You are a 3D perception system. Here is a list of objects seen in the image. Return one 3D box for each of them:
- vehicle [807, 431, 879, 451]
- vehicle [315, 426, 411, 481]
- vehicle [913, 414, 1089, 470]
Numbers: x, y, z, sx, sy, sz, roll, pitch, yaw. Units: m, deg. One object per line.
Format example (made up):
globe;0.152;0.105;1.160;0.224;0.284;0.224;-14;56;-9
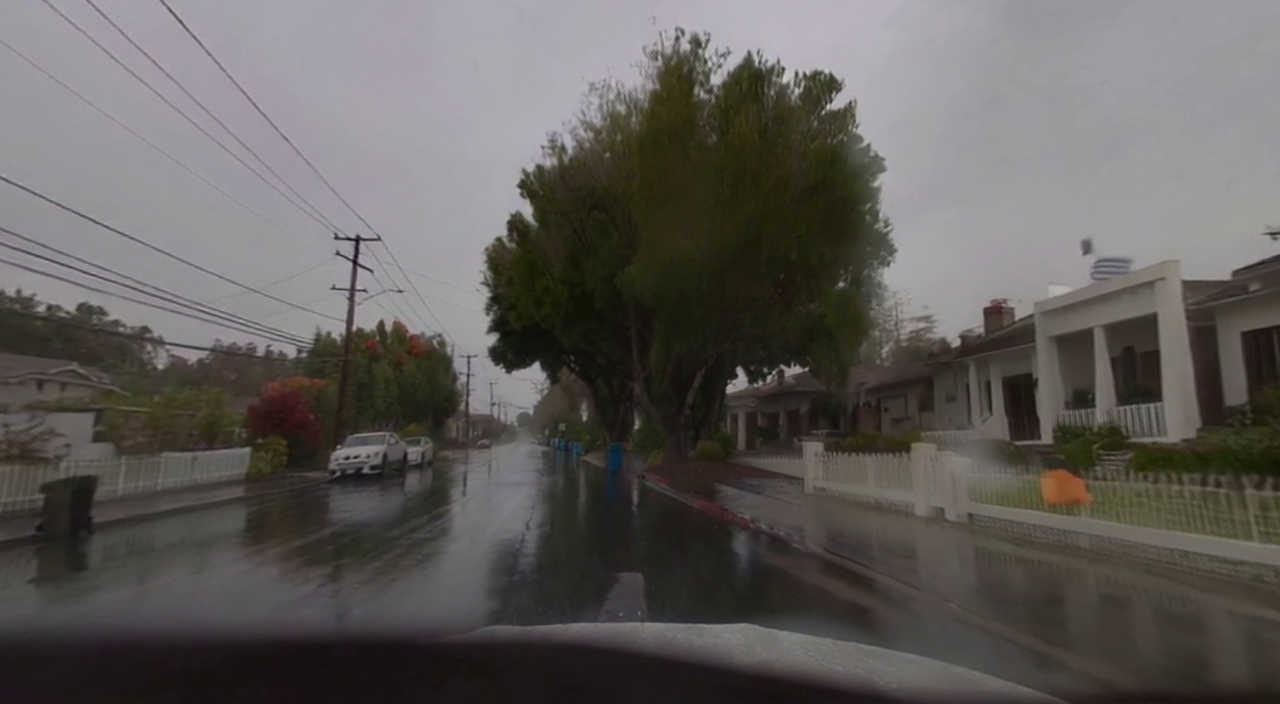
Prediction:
vehicle;11.551;5.096;36.095;3.606;1.094;1.420;2;-8;-7
vehicle;-11.242;4.182;26.156;2.240;1.940;5.429;-1;-8;-8
vehicle;11.967;3.028;21.106;4.842;1.728;1.875;1;-9;-7
